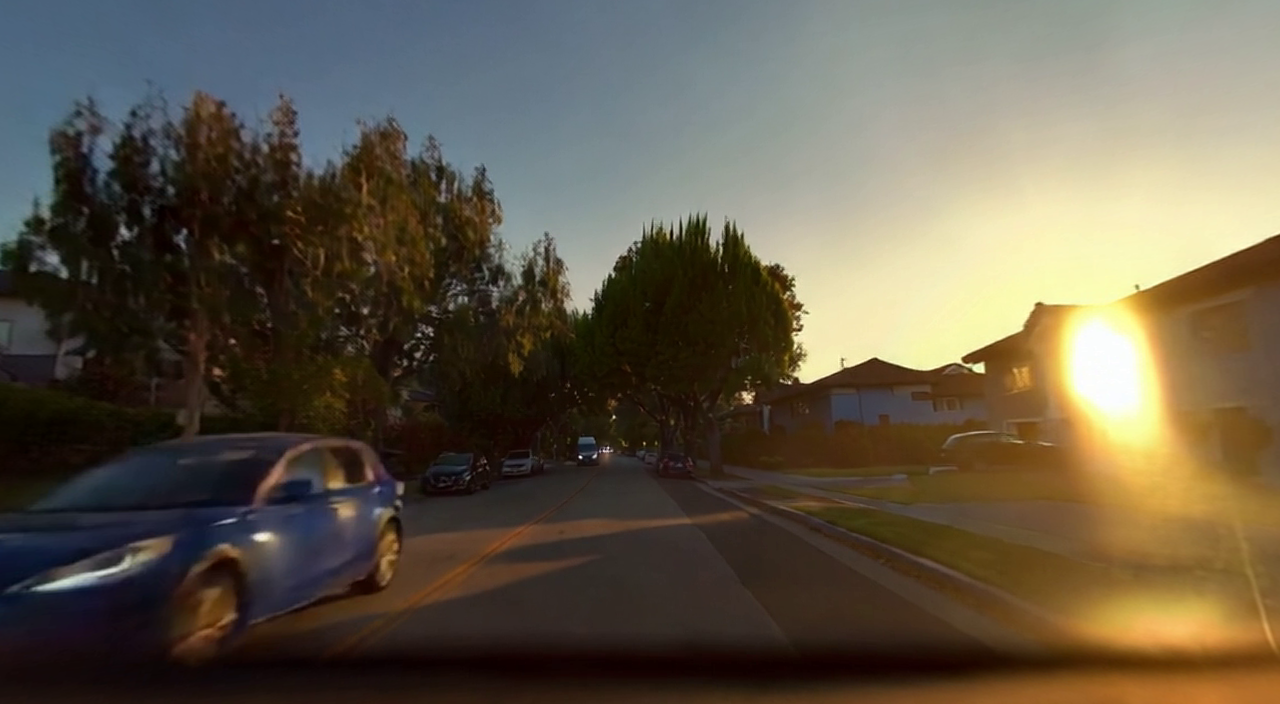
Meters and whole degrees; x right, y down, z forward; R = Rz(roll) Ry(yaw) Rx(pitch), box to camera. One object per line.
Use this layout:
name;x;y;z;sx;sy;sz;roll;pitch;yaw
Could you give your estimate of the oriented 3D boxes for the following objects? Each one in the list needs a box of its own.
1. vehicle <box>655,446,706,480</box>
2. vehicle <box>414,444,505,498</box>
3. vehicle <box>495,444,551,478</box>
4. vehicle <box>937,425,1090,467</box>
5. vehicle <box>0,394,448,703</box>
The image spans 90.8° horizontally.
vehicle;1.932;5.474;31.467;1.996;1.516;4.122;0;-9;-4
vehicle;-6.346;4.197;22.782;2.033;1.721;4.328;0;-9;-1
vehicle;-6.802;6.389;37.396;2.265;1.876;5.371;0;-9;0
vehicle;13.500;3.444;23.148;4.370;1.433;1.889;-2;-9;13
vehicle;-3.472;1.398;5.594;2.106;1.688;4.392;0;-9;1
